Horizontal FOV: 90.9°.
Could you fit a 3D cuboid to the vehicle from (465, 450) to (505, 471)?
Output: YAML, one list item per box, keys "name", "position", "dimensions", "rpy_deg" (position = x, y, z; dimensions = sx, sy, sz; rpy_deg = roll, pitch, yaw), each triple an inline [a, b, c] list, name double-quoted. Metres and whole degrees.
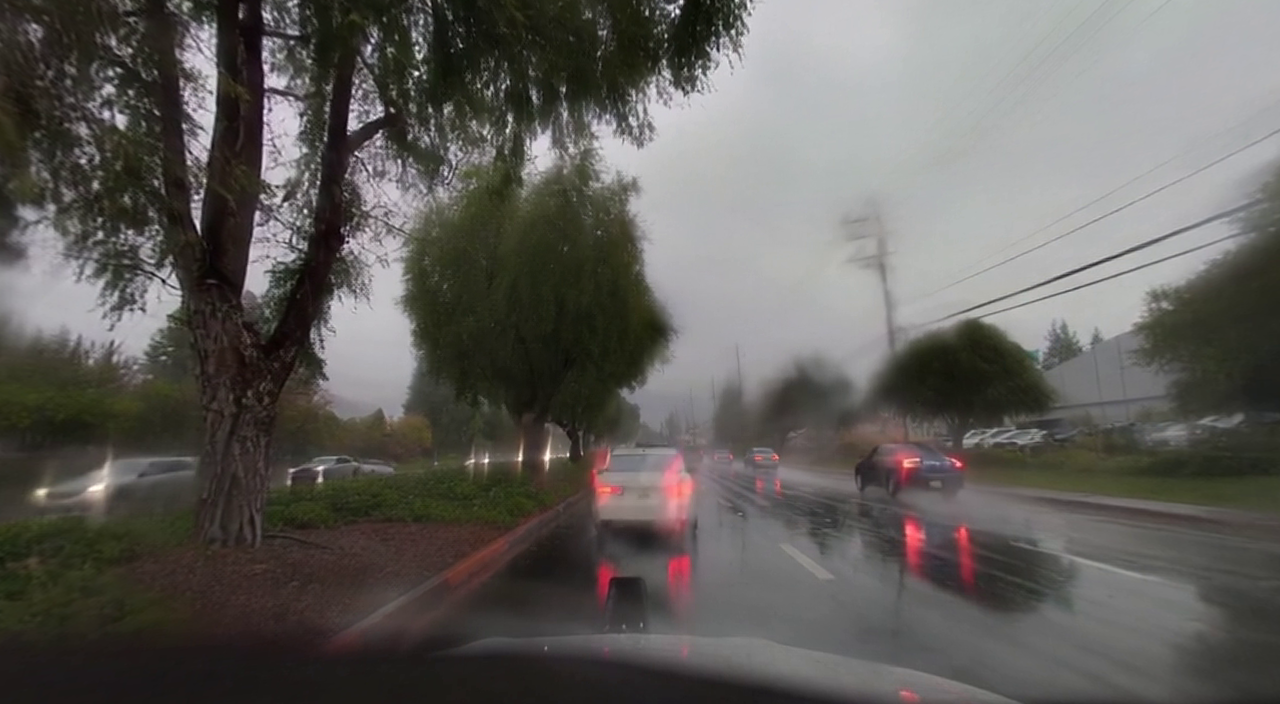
- name: "vehicle"
  position: [-12.124, 8.532, 49.695]
  dimensions: [1.942, 1.481, 4.621]
  rpy_deg: [0, -8, 0]

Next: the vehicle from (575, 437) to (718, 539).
- name: "vehicle"
  position: [0.092, 2.301, 11.325]
  dimensions: [2.108, 1.479, 3.935]
  rpy_deg: [0, -8, 0]

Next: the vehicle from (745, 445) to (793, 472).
- name: "vehicle"
  position: [7.631, 6.333, 37.781]
  dimensions: [1.899, 1.458, 4.499]
  rpy_deg: [0, -8, -1]

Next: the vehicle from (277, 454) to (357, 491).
- name: "vehicle"
  position: [-15.042, 5.595, 29.558]
  dimensions: [1.701, 1.494, 3.791]
  rpy_deg: [0, -8, 0]

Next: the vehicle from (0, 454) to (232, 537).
- name: "vehicle"
  position: [-11.828, 3.110, 14.359]
  dimensions: [1.988, 1.486, 4.586]
  rpy_deg: [0, -8, 0]

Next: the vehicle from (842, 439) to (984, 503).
- name: "vehicle"
  position: [7.153, 3.142, 17.124]
  dimensions: [1.850, 1.480, 4.474]
  rpy_deg: [0, -8, 0]
